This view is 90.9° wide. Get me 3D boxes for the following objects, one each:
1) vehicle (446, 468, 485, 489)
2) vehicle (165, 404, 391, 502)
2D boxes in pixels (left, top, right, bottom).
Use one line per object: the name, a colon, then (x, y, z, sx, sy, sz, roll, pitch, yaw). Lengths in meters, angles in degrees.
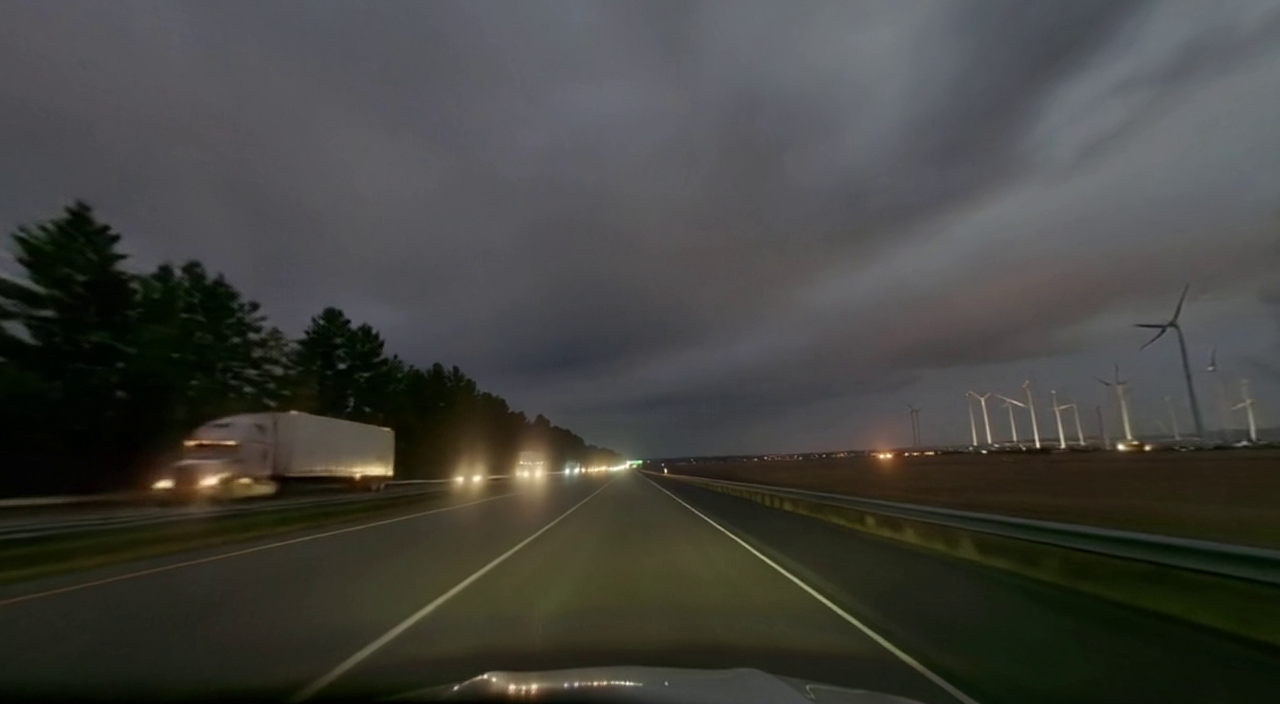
vehicle: (-12.672, 9.197, 45.926, 1.700, 1.451, 4.000, 1, -10, -1)
vehicle: (-17.199, 5.332, 32.272, 2.872, 3.799, 14.761, 1, -11, 0)
